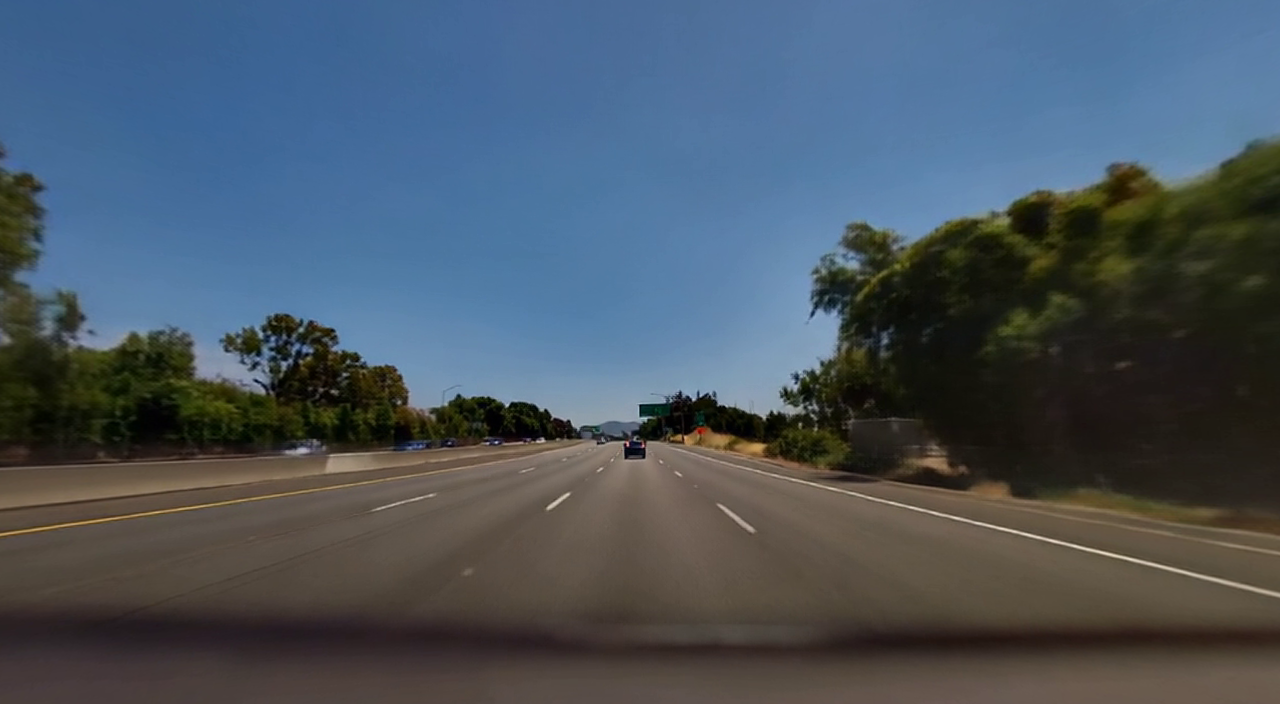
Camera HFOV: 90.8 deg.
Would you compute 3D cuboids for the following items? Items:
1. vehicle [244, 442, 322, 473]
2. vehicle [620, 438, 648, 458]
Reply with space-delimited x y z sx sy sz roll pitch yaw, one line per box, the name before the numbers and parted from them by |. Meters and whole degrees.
vehicle | -21.058 6.235 37.522 1.927 1.699 4.713 0 -9 0
vehicle | -0.510 7.316 48.002 2.025 1.460 4.189 0 -9 -1
